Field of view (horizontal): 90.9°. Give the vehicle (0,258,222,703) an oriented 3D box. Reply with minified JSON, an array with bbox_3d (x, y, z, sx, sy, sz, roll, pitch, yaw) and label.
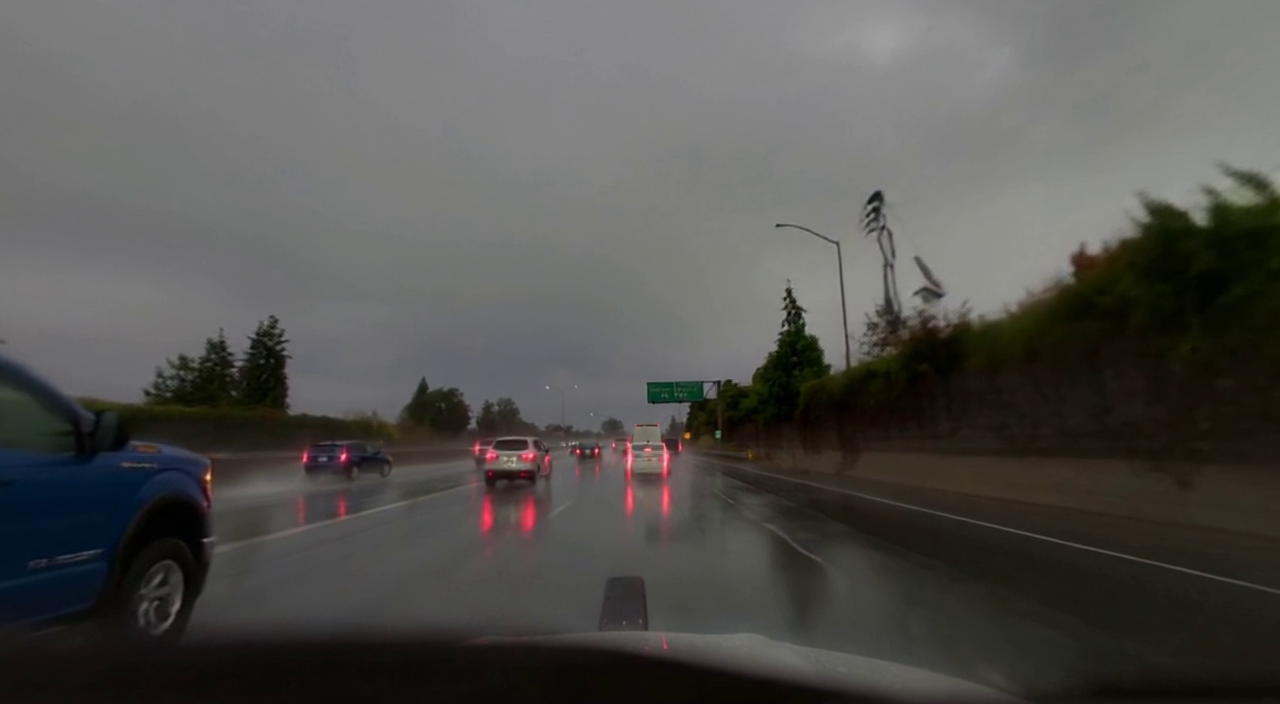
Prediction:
[{"bbox_3d":[-3.533,0.420,0.456,2.269,2.060,5.933,0,-8,1],"label":"vehicle"}]

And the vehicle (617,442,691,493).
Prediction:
[{"bbox_3d":[0.386,3.531,19.686,2.054,1.421,4.090,0,-8,0],"label":"vehicle"}]

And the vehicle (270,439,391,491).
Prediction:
[{"bbox_3d":[-10.541,3.848,21.912,1.941,1.602,4.277,0,-8,2],"label":"vehicle"}]

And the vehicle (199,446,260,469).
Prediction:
[{"bbox_3d":[-28.220,7.247,43.478,1.702,1.450,3.646,0,-8,2],"label":"vehicle"}]

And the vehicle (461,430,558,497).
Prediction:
[{"bbox_3d":[-3.727,3.254,18.769,1.903,1.721,4.210,0,-8,1],"label":"vehicle"}]

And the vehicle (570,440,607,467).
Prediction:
[{"bbox_3d":[-3.215,6.438,40.200,1.897,1.646,4.049,0,-8,1],"label":"vehicle"}]
